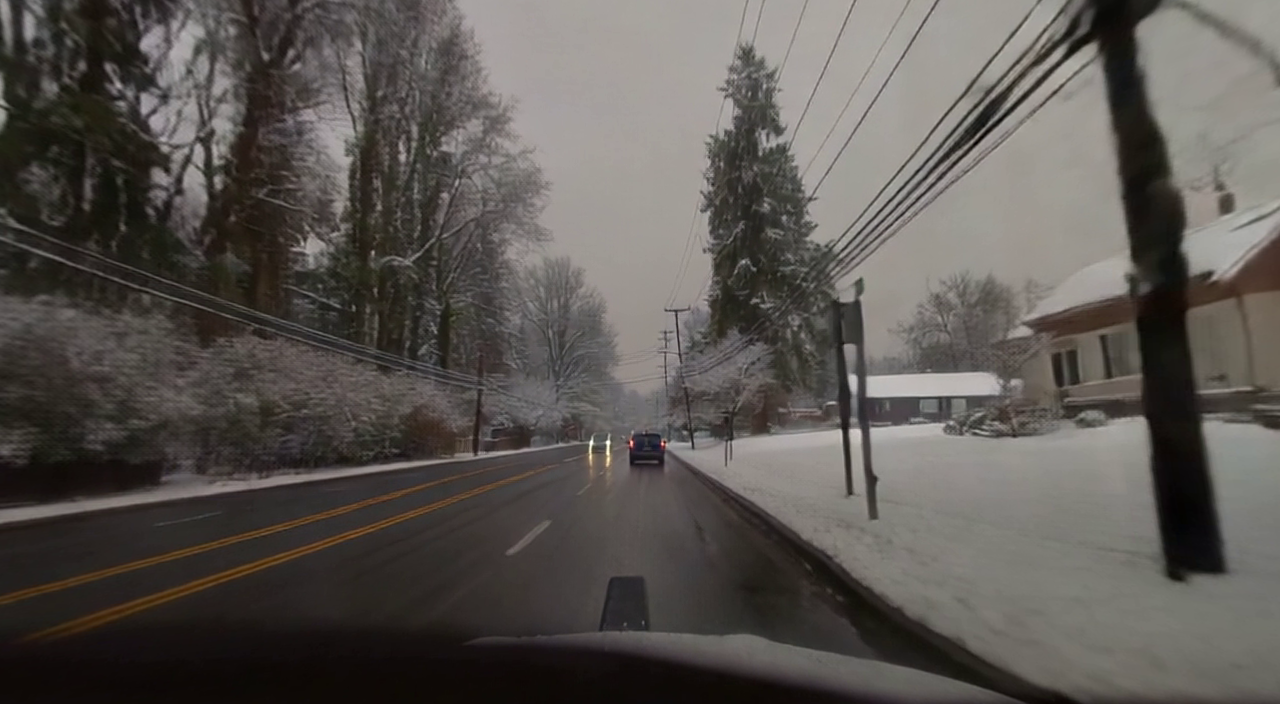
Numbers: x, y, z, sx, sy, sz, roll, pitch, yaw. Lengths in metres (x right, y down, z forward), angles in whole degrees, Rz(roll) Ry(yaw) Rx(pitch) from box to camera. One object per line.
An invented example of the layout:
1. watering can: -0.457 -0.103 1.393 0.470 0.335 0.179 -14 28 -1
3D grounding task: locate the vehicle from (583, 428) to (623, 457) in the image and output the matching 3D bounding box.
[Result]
1. vehicle: -2.288 5.766 40.117 2.157 1.765 4.303 0 -8 2

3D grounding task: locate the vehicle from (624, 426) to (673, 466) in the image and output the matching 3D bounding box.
1. vehicle: 0.373 4.339 29.225 2.120 1.718 3.909 0 -8 0
